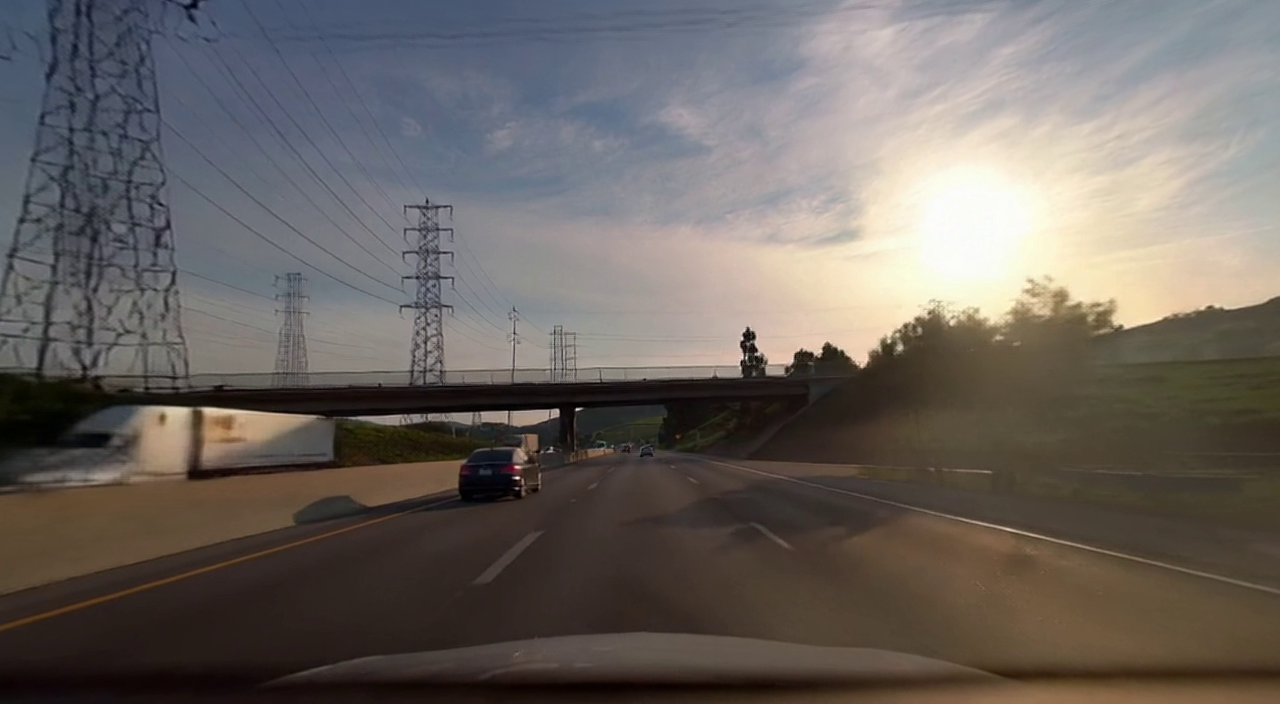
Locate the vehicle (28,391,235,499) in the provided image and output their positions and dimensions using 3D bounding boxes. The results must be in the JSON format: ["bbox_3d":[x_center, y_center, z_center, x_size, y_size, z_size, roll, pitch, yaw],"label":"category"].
[{"bbox_3d":[-20.037,3.766,25.488,2.990,3.801,6.155,0,-9,0],"label":"vehicle"}]

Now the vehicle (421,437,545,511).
[{"bbox_3d":[-3.648,2.913,15.491,1.924,1.550,4.165,0,-9,1],"label":"vehicle"}]
